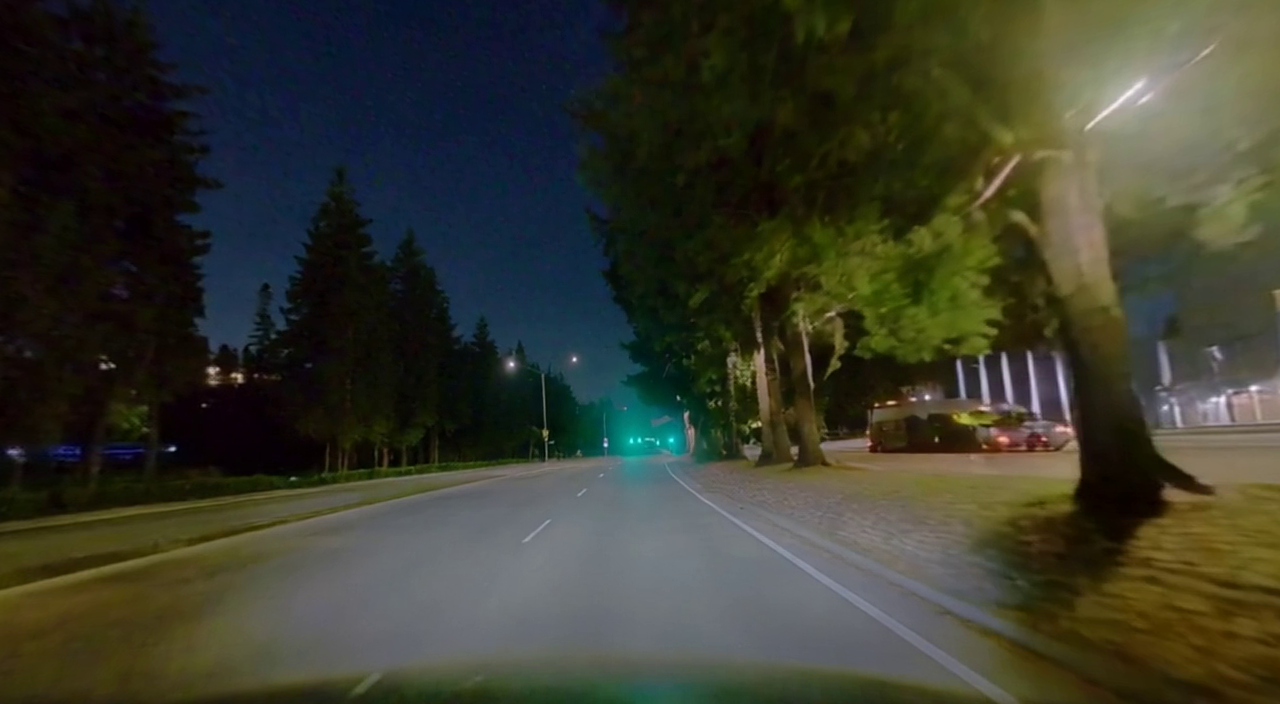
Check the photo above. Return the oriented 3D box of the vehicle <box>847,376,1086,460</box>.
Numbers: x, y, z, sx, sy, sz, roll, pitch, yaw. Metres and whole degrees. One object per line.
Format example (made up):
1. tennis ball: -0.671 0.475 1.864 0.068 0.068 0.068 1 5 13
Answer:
1. vehicle: 18.901 4.755 40.333 3.411 3.967 20.452 0 -9 -3
